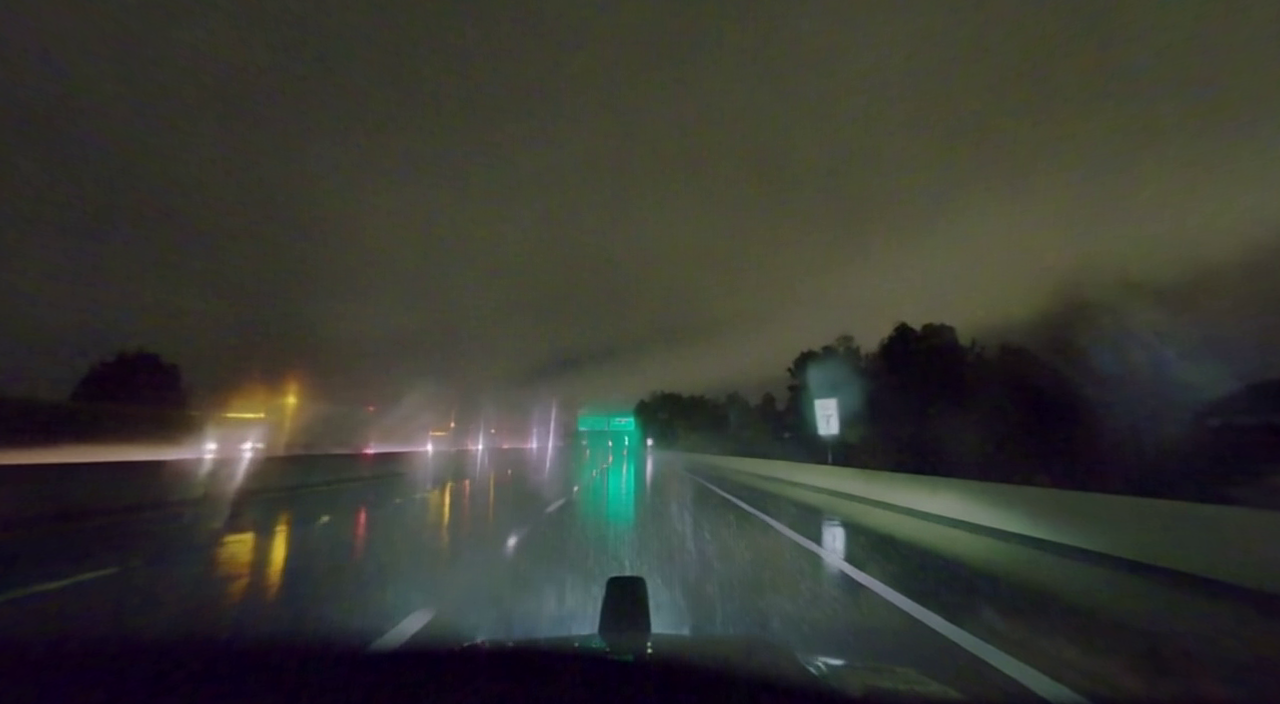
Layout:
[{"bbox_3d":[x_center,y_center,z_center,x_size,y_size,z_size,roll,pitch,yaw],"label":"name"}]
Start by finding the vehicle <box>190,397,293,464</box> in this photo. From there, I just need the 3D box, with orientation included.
[{"bbox_3d":[-25.527,5.087,40.541,3.284,4.020,4.965,1,-8,-2],"label":"vehicle"}]

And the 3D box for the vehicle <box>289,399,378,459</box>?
[{"bbox_3d":[-21.356,5.497,44.180,3.038,3.924,6.196,0,-8,-1],"label":"vehicle"}]
